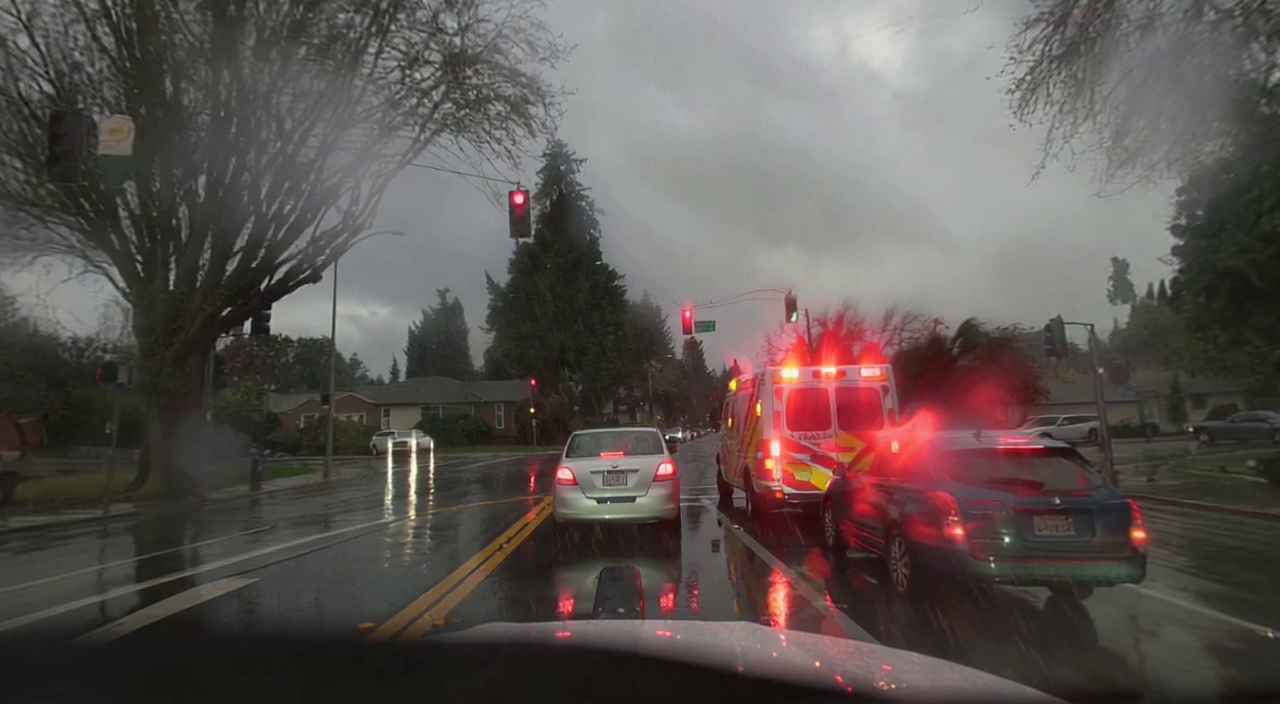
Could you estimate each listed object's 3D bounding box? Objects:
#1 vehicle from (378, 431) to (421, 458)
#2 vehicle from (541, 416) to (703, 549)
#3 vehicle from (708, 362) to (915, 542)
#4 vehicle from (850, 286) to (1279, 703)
[{"bbox_3d":[-17.757,6.881,46.859,2.246,1.880,4.454,1,-9,-12],"label":"vehicle"},{"bbox_3d":[-0.282,1.976,10.185,2.114,1.707,3.725,0,-8,-1],"label":"vehicle"},{"bbox_3d":[2.886,1.895,12.366,2.406,2.687,5.521,0,-8,-1],"label":"vehicle"},{"bbox_3d":[2.849,0.898,2.839,2.194,1.820,4.652,0,-8,0],"label":"vehicle"}]
